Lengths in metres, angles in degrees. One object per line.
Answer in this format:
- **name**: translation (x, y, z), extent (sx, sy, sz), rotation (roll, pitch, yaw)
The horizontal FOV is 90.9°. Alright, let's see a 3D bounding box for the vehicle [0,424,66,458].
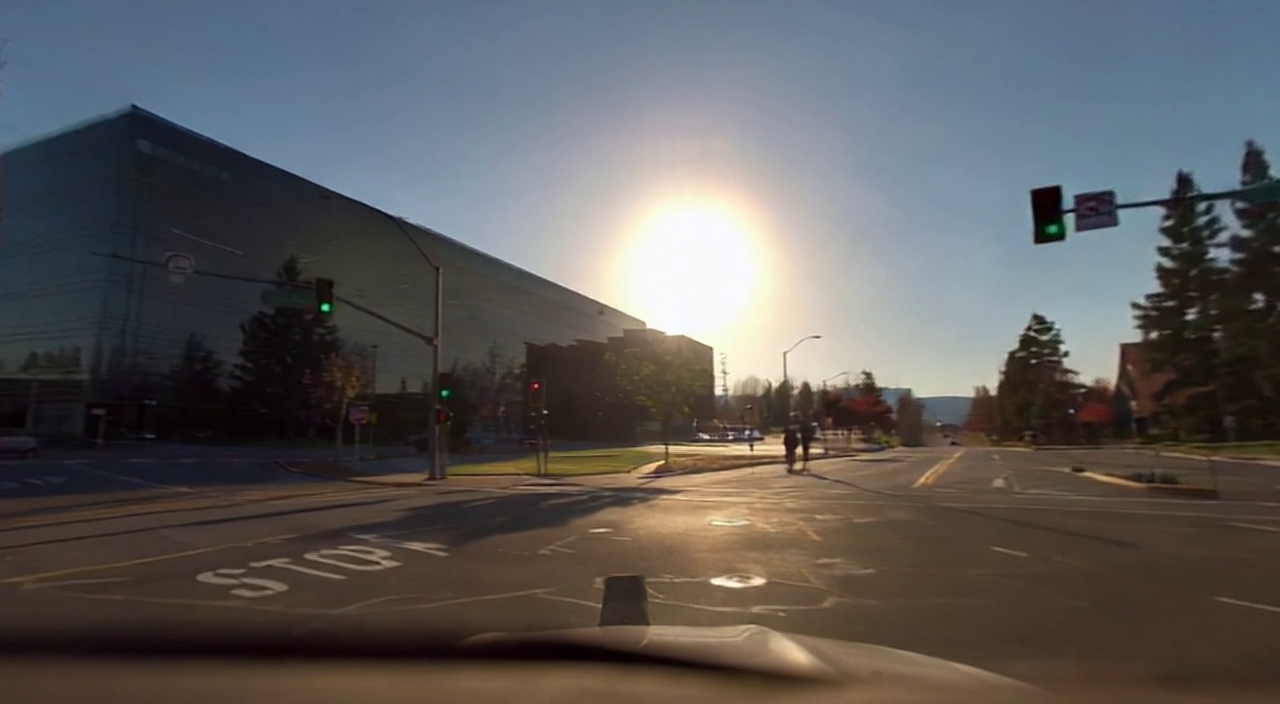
- **vehicle**: translation (-37.961, 5.442, 38.416), extent (5.570, 1.923, 2.336), rotation (-4, -9, 26)

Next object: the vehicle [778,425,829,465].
- **vehicle**: translation (12.296, 6.953, 47.084), extent (2.324, 2.750, 5.997), rotation (-5, -10, 27)
